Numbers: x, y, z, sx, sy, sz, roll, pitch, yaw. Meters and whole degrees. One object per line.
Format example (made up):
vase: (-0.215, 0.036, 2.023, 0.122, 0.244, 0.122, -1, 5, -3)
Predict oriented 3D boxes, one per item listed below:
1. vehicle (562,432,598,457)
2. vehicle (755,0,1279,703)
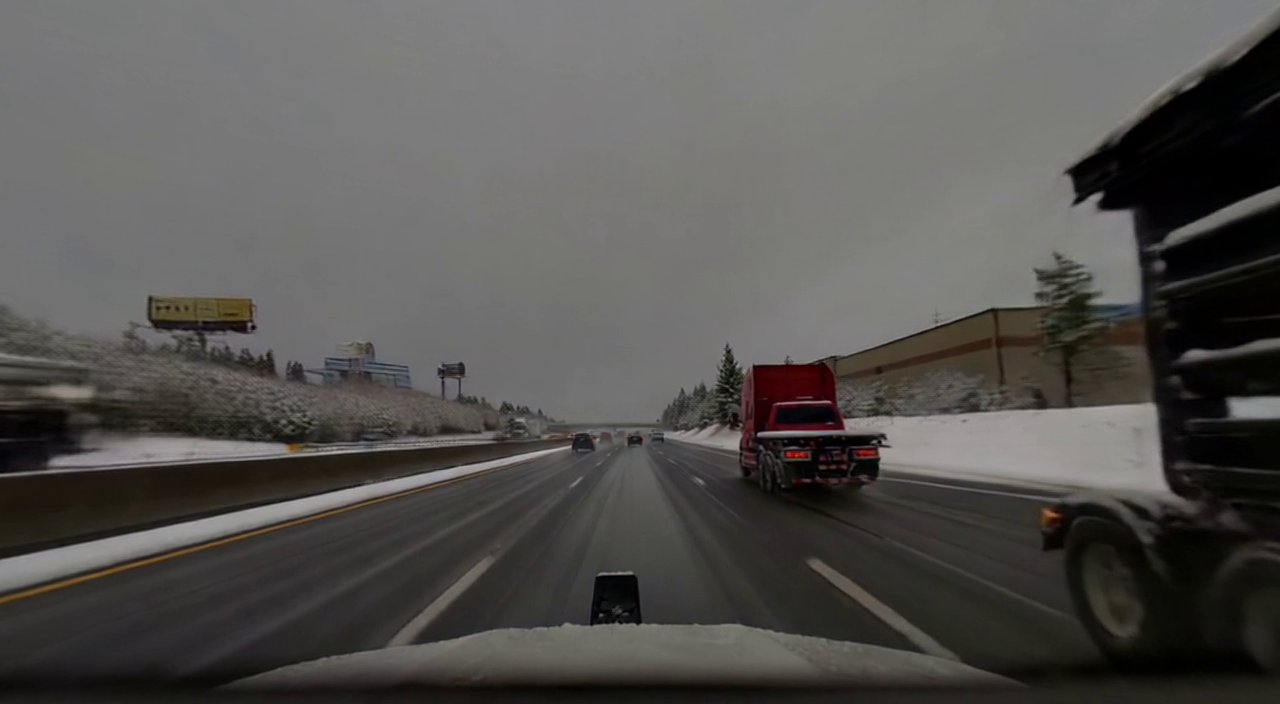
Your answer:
vehicle: (-3.685, 5.733, 39.133, 1.930, 1.484, 3.849, 0, -8, -1)
vehicle: (3.871, 0.269, 6.540, 2.871, 3.815, 11.331, 0, -8, -2)
